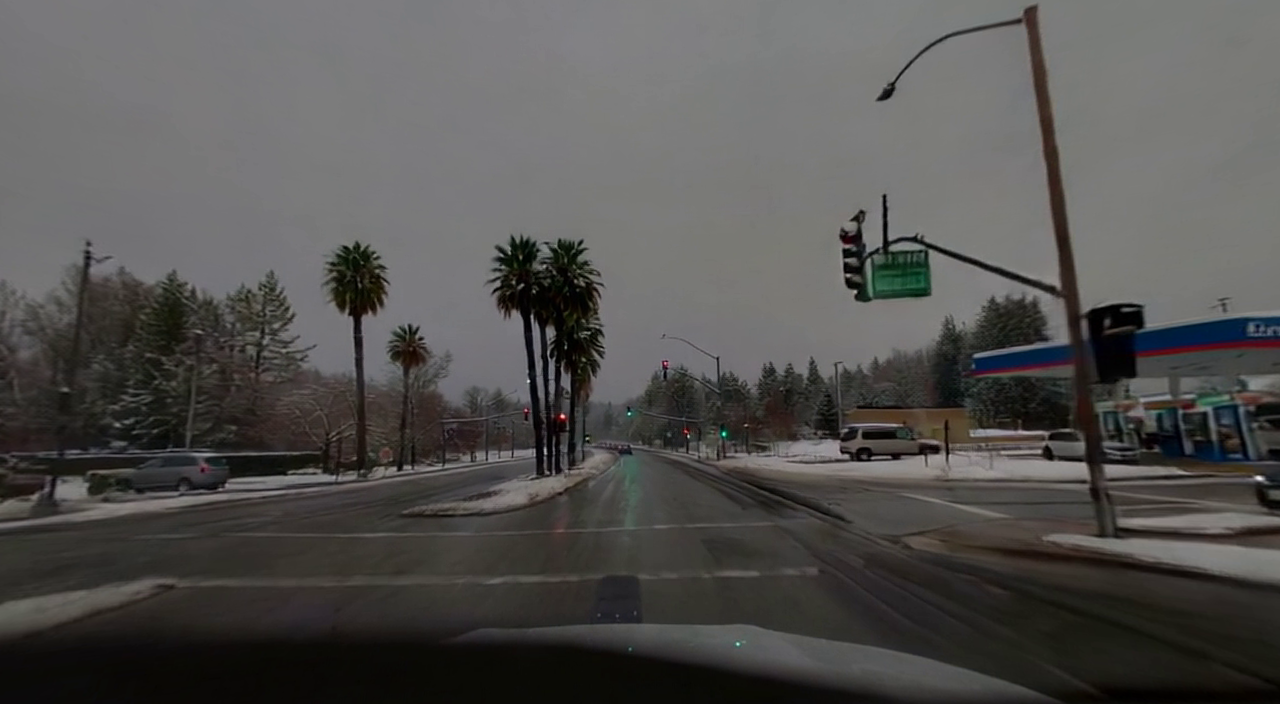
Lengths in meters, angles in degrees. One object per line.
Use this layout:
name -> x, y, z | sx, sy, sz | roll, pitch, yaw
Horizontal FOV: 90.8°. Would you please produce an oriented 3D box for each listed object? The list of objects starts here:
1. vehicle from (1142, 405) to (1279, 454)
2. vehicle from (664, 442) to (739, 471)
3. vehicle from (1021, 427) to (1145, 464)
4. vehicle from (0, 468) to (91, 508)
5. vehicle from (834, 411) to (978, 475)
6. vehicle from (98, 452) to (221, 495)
vehicle -> 28.937, 3.883, 31.373 | 5.625, 2.303, 2.592 | 0, -9, 1
vehicle -> 4.882, 8.172, 49.734 | 2.703, 2.082, 6.059 | -8, -12, 43
vehicle -> 21.594, 4.577, 30.921 | 4.578, 1.756, 2.042 | 1, -9, -4
vehicle -> -25.798, 5.580, 26.015 | 4.448, 1.525, 1.835 | 1, -9, -6
vehicle -> 13.323, 4.801, 33.089 | 2.944, 2.783, 10.332 | 0, -9, -1
vehicle -> -25.871, 6.523, 34.116 | 5.056, 1.839, 1.957 | -3, -6, -1
